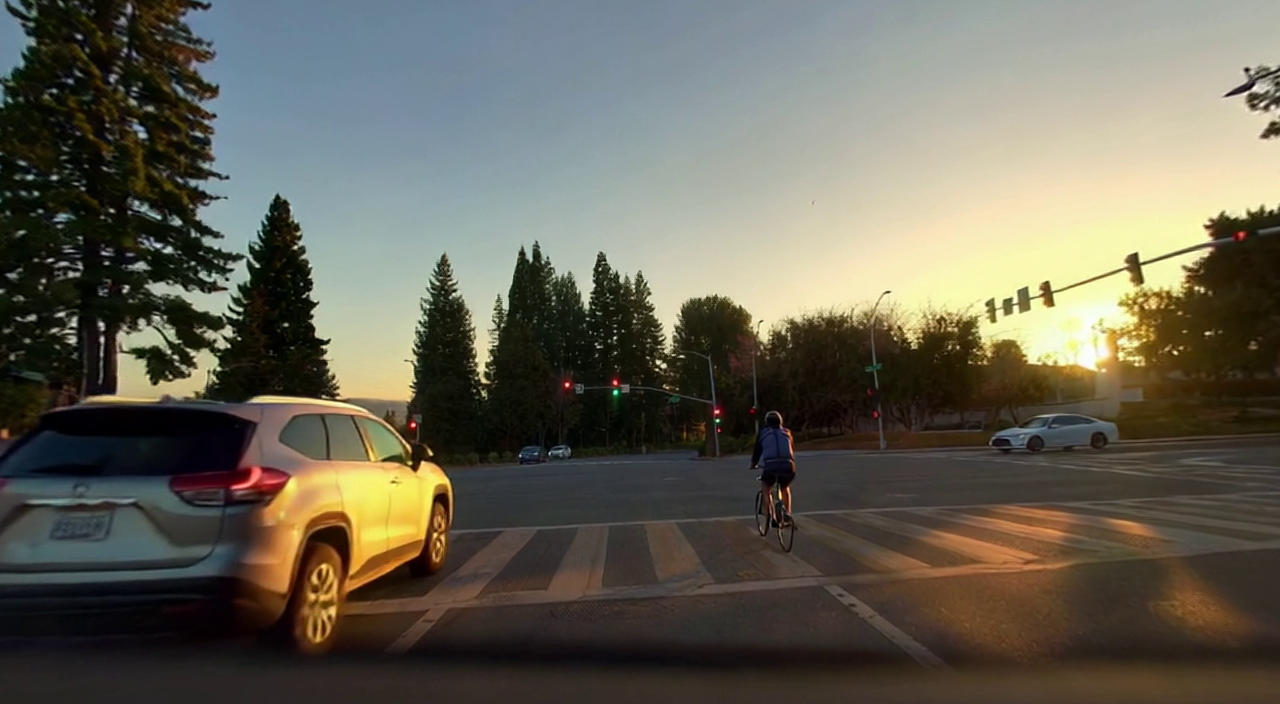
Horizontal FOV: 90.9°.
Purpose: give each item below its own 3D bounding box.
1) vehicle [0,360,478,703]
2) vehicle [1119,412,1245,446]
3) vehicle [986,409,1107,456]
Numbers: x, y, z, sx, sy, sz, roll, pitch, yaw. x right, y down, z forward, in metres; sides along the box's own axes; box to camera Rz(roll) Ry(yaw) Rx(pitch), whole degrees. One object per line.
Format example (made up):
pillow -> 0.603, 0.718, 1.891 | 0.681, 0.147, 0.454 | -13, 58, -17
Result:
vehicle -> -3.000, 1.239, 5.218 | 2.049, 1.756, 4.602 | 0, -8, 0
vehicle -> 25.739, 3.688, 30.003 | 4.716, 1.507, 1.904 | 2, -8, -11
vehicle -> 18.574, 3.704, 28.922 | 4.237, 1.948, 1.997 | 0, -9, -9
